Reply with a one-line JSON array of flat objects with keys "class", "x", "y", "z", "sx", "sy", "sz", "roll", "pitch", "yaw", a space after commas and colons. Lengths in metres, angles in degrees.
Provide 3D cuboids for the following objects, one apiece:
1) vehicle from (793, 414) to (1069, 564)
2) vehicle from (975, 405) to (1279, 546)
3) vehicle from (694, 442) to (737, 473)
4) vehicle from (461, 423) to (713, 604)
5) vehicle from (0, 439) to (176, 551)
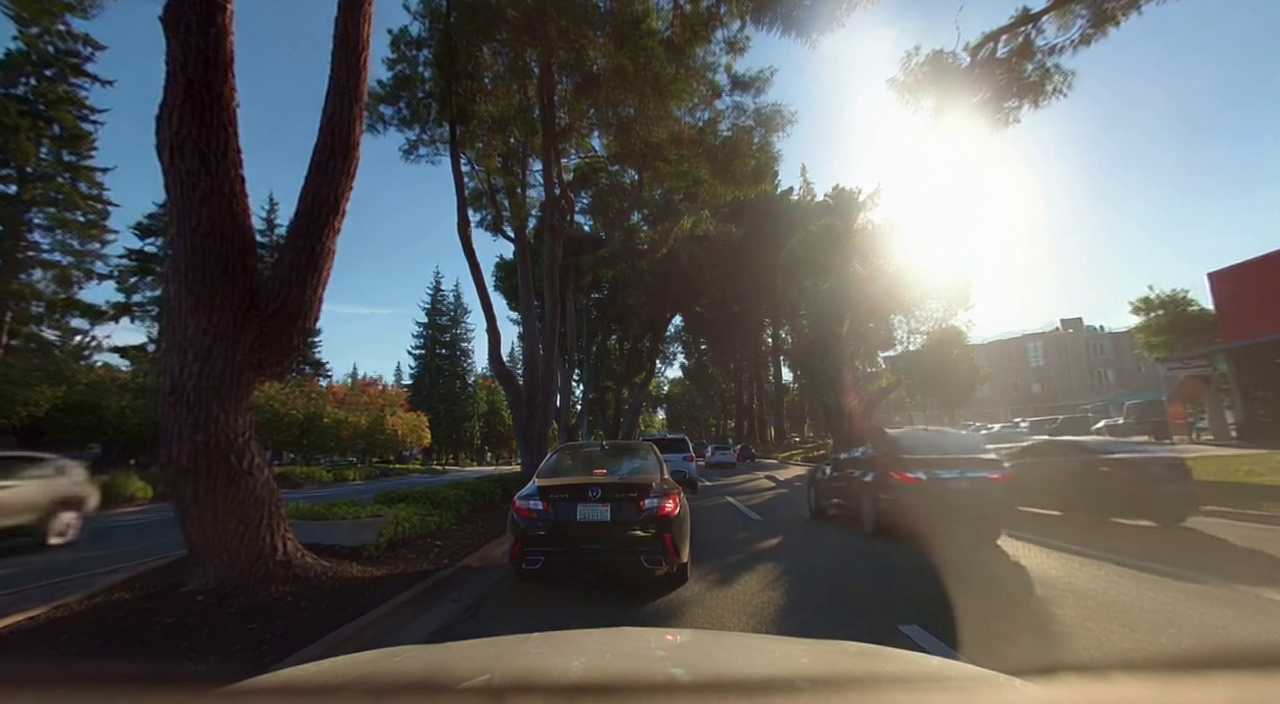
[{"class": "vehicle", "x": 3.730, "y": 1.827, "z": 9.125, "sx": 1.971, "sy": 1.637, "sz": 4.317, "roll": 0, "pitch": -9, "yaw": 1}, {"class": "vehicle", "x": 7.610, "y": 1.864, "z": 10.051, "sx": 2.064, "sy": 1.747, "sz": 4.372, "roll": 0, "pitch": -9, "yaw": 1}, {"class": "vehicle", "x": 4.274, "y": 6.034, "z": 36.108, "sx": 1.946, "sy": 1.648, "sz": 4.230, "roll": 0, "pitch": -9, "yaw": 1}, {"class": "vehicle", "x": -0.454, "y": 1.668, "z": 7.368, "sx": 2.111, "sy": 1.506, "sz": 4.018, "roll": 0, "pitch": -8, "yaw": 0}, {"class": "vehicle", "x": -12.083, "y": 2.602, "z": 11.771, "sx": 2.257, "sy": 1.904, "sz": 5.751, "roll": 0, "pitch": -9, "yaw": 1}]
